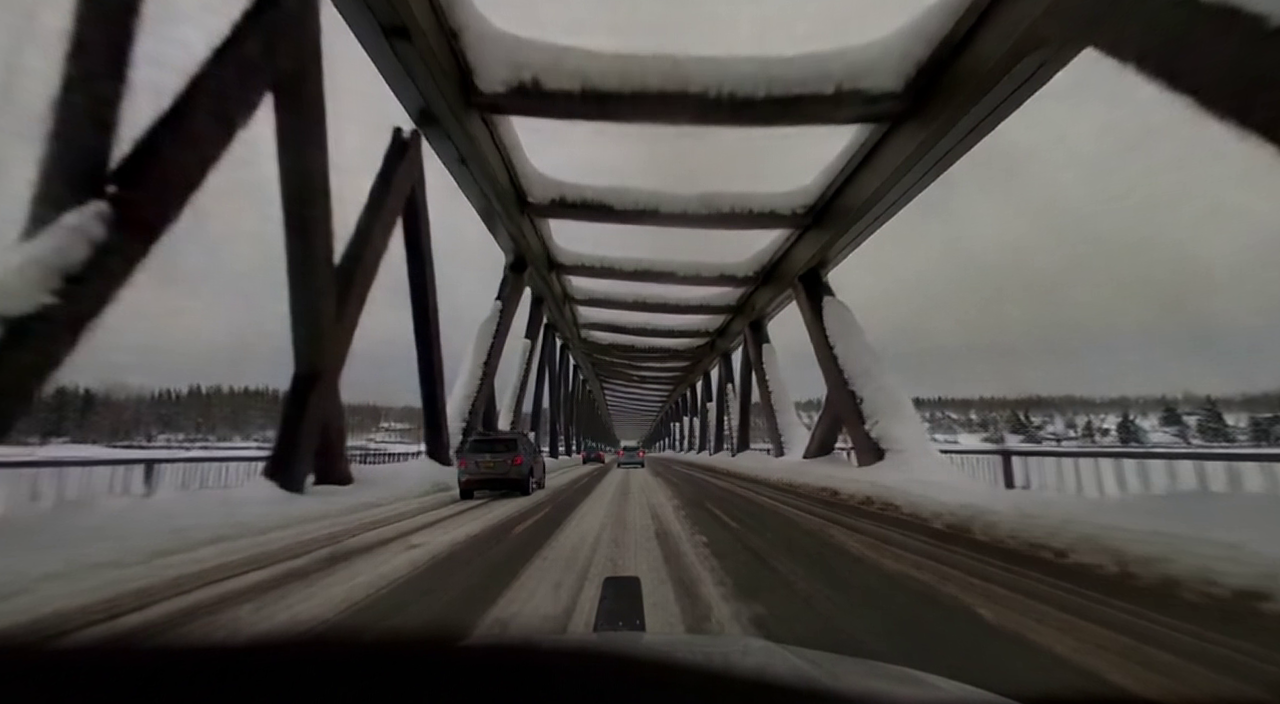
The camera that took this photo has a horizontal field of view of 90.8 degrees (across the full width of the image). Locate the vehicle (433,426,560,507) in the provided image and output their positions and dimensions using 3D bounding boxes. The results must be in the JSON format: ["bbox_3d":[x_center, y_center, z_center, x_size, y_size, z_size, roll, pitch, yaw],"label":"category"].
[{"bbox_3d":[-3.562,2.957,16.743,2.190,1.807,4.741,0,-9,1],"label":"vehicle"}]

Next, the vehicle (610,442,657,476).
[{"bbox_3d":[-0.298,4.994,29.643,2.048,1.450,3.973,0,-9,-1],"label":"vehicle"}]
